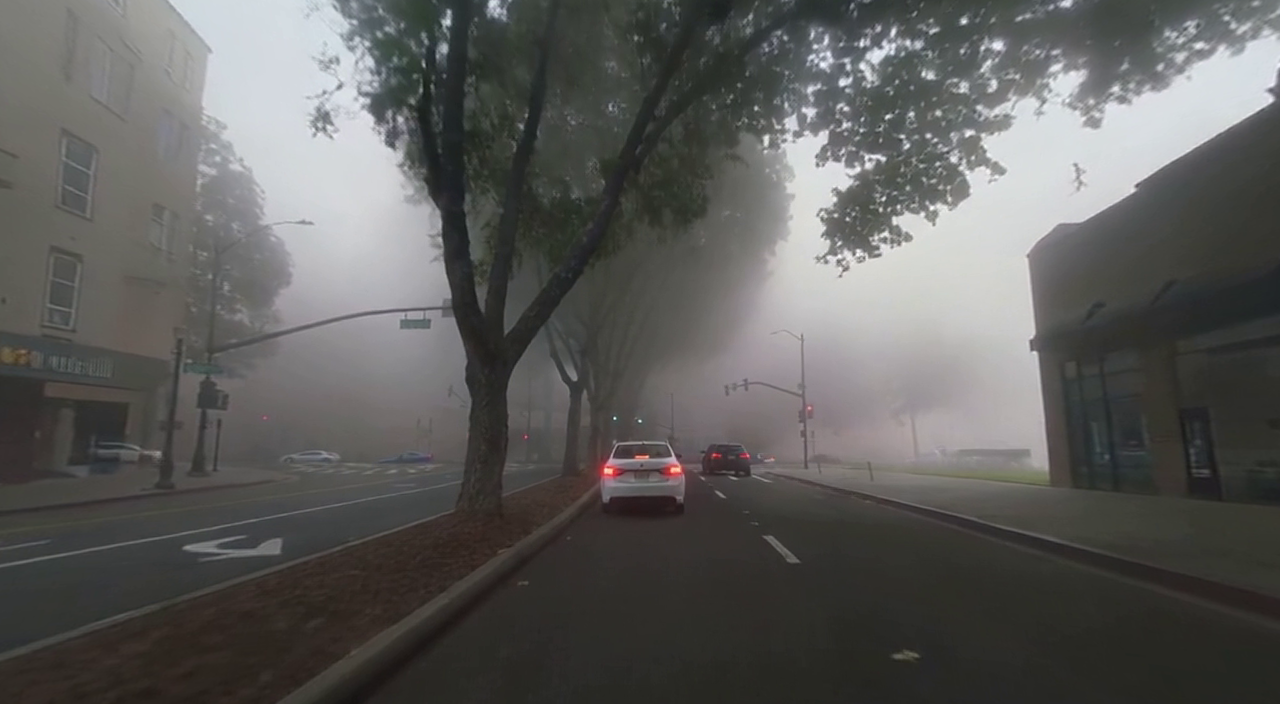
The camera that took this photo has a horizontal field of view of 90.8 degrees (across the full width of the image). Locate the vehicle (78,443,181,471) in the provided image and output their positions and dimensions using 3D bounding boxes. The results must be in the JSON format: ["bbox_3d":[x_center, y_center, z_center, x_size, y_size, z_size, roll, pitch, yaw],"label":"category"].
[{"bbox_3d":[-34.161,7.021,42.377,4.877,1.754,1.978,1,-9,-10],"label":"vehicle"}]

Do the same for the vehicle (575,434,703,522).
[{"bbox_3d":[0.042,2.462,12.901,2.173,1.479,4.264,0,-8,2],"label":"vehicle"}]

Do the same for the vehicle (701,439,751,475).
[{"bbox_3d":[4.722,5.820,35.351,2.092,1.851,4.913,0,-8,0],"label":"vehicle"}]

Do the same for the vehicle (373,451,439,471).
[{"bbox_3d":[-18.228,8.515,49.316,4.548,1.449,1.802,2,-9,-11],"label":"vehicle"}]

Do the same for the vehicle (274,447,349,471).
[{"bbox_3d":[-24.842,8.095,47.909,4.575,1.718,2.008,2,-9,-10],"label":"vehicle"}]
